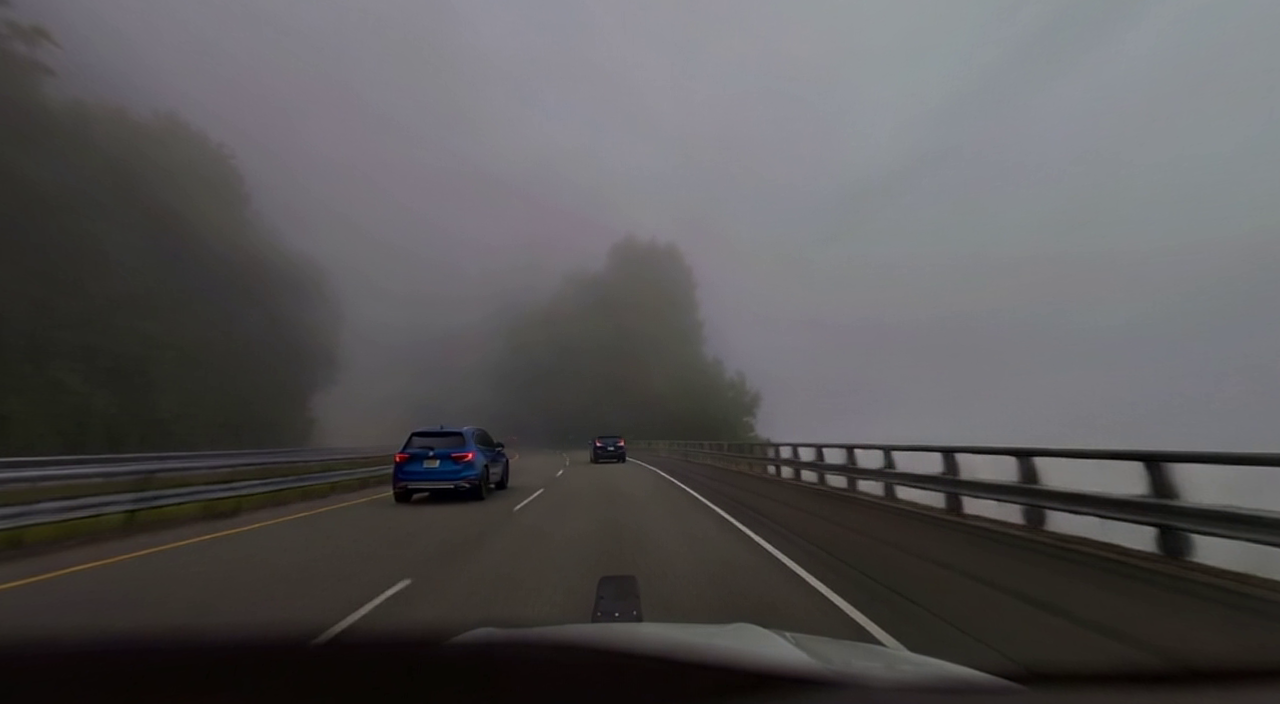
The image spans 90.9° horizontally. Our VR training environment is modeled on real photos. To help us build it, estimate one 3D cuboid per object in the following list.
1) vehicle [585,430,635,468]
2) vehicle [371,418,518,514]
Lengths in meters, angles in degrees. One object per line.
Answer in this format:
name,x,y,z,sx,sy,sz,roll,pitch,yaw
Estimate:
vehicle,-1.668,5.073,33.331,2.452,1.857,4.022,0,-8,-5
vehicle,-4.300,2.565,14.817,2.053,1.847,4.760,0,-8,-2
